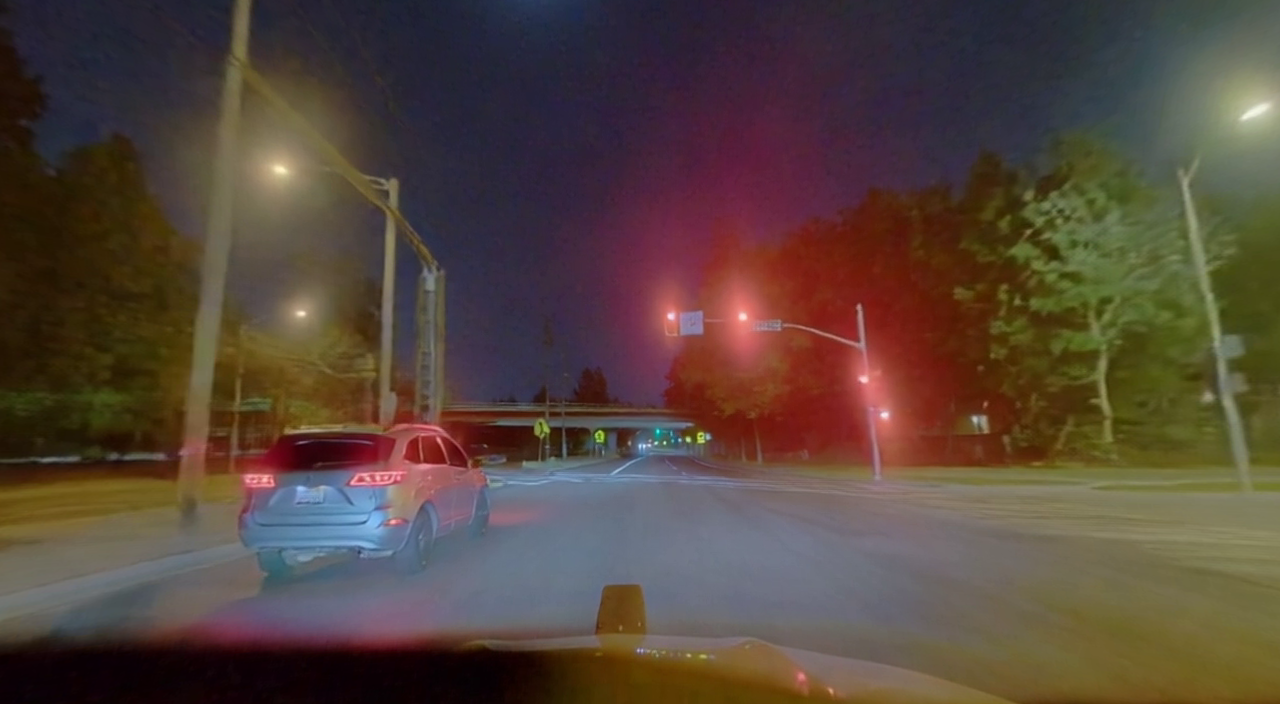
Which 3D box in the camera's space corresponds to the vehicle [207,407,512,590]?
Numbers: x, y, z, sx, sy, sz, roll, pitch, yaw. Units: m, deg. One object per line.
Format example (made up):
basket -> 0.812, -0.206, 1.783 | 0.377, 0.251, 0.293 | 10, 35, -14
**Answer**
vehicle -> -3.093, 1.702, 8.139 | 1.882, 1.704, 4.335 | 0, -8, 1
